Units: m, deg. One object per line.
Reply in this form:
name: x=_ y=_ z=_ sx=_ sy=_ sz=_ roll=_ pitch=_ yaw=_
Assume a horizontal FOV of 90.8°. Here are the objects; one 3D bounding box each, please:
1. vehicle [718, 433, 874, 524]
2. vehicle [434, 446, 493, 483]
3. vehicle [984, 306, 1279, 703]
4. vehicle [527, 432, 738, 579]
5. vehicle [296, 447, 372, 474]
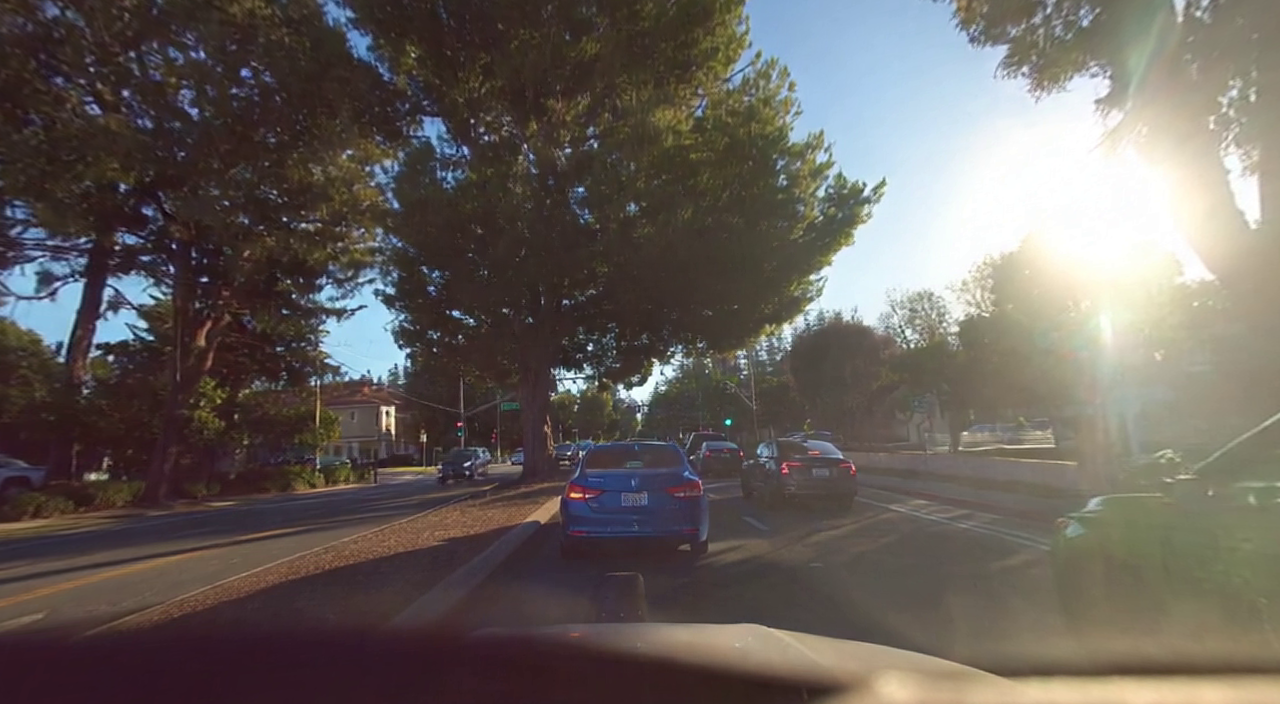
vehicle: x=2.942 y=2.487 z=13.076 sx=1.971 sy=1.517 sz=4.521 roll=0 pitch=-8 yaw=-1
vehicle: x=-9.080 y=5.786 z=32.846 sx=1.996 sy=1.680 sz=4.203 roll=-2 pitch=-8 yaw=-2
vehicle: x=3.378 y=0.675 z=2.054 sx=2.006 sy=1.766 sz=4.345 roll=0 pitch=-8 yaw=-1
vehicle: x=-0.118 y=1.901 z=8.692 sx=2.186 sy=1.500 sz=4.141 roll=0 pitch=-8 yaw=-1
vehicle: x=-19.855 y=7.054 z=41.148 sx=3.957 sy=1.630 sz=1.881 roll=0 pitch=-8 yaw=0
